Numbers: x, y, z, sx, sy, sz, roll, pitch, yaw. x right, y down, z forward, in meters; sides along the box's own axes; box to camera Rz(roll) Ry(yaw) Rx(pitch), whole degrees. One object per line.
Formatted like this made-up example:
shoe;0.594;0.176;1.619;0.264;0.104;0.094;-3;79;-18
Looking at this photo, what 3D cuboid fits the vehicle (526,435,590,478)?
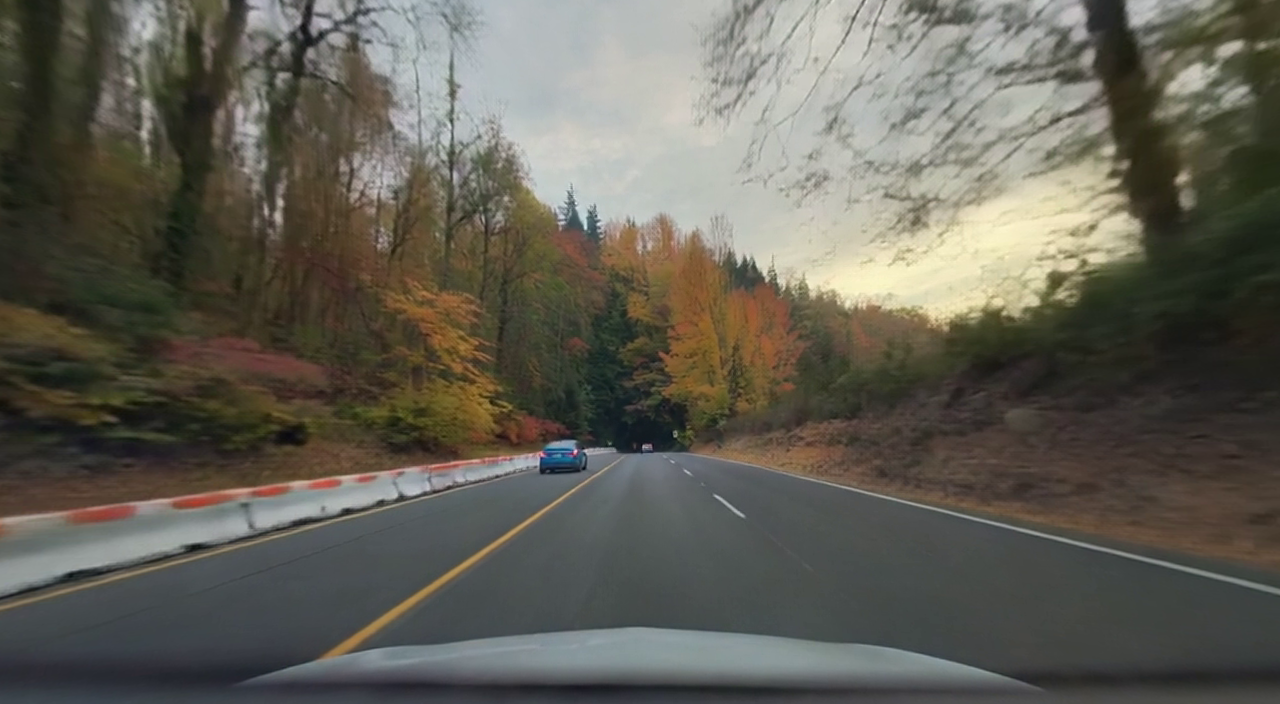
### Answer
vehicle;-3.088;4.034;24.589;1.902;1.505;4.016;0;-8;1
